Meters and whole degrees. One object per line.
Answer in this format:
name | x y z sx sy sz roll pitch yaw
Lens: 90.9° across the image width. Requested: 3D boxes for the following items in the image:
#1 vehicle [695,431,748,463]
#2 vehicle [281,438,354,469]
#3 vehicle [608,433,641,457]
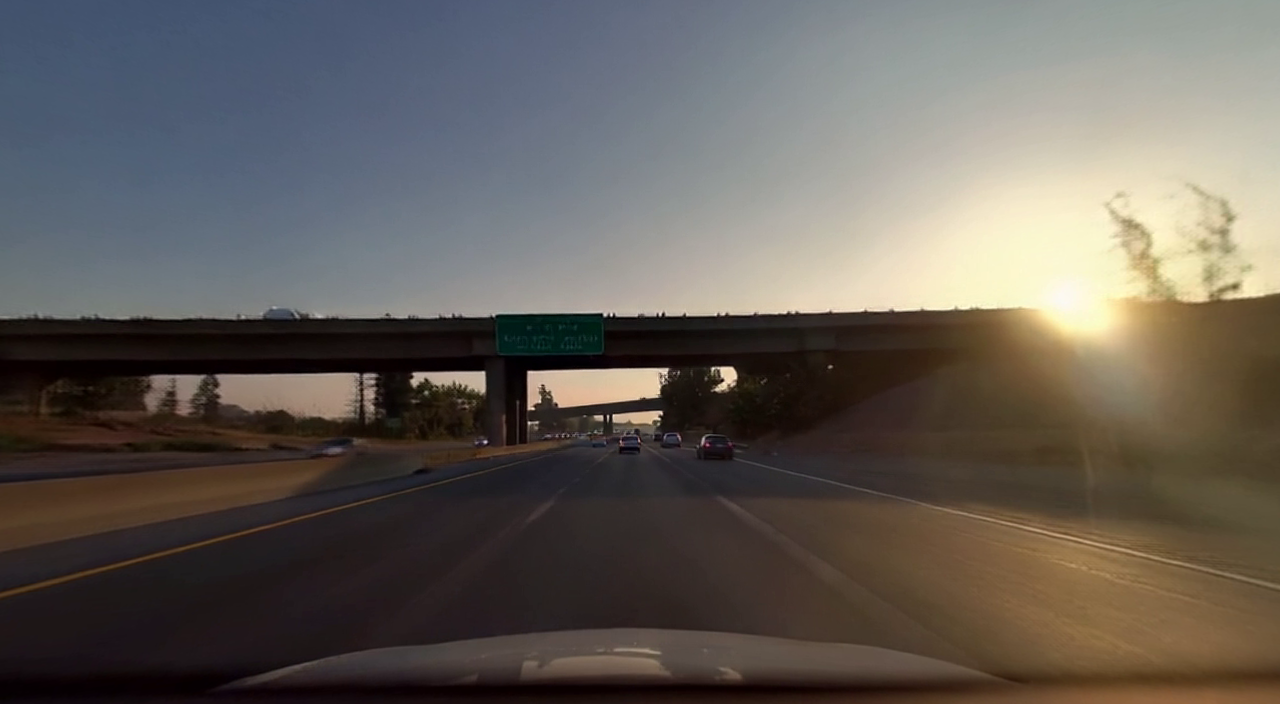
vehicle | 4.176 4.937 32.982 2.056 1.508 4.093 0 -8 -2
vehicle | -16.904 5.319 33.292 1.776 1.484 3.974 0 -8 -1
vehicle | -0.943 5.781 39.320 1.987 1.440 3.565 0 -8 -1
